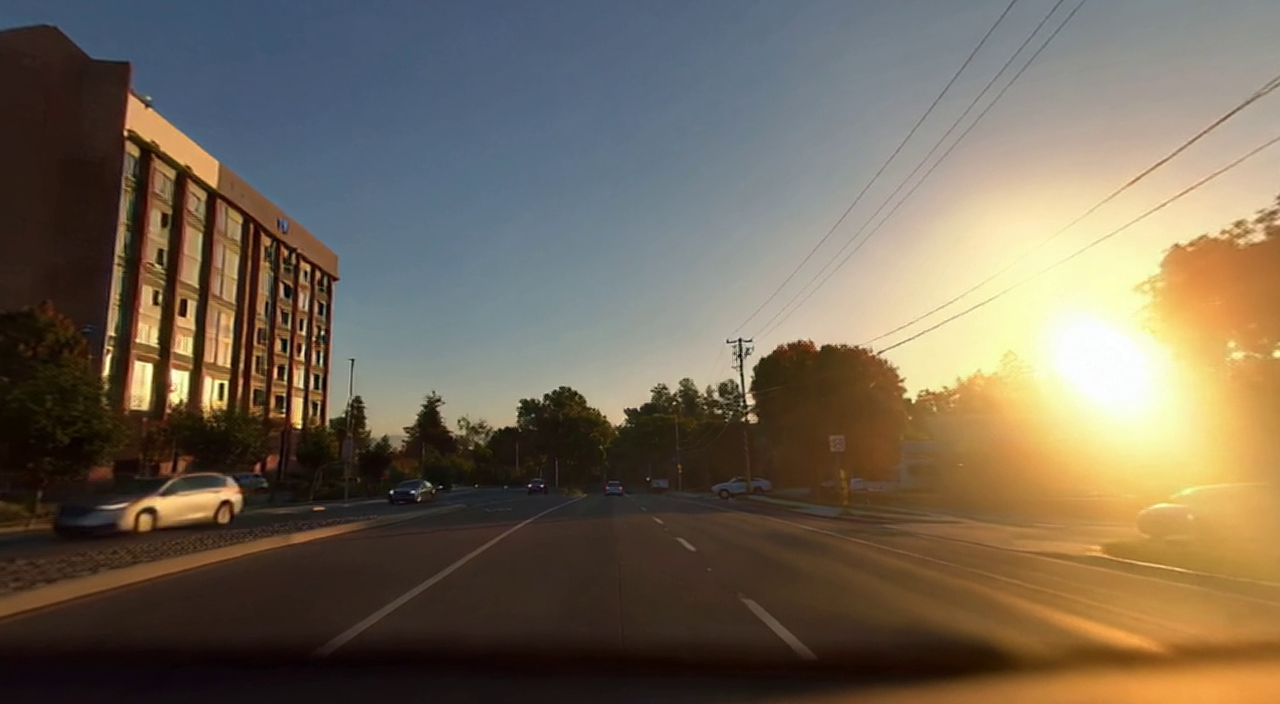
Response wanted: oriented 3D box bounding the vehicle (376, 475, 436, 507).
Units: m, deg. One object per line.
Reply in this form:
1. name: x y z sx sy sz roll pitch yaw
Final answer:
1. vehicle: -13.749 8.170 37.132 1.941 1.511 4.348 0 -8 -2

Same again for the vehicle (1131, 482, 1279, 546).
1. vehicle: 16.145 4.337 16.940 4.030 1.483 1.859 -3 -15 -1

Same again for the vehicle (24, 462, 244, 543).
1. vehicle: -12.414 3.661 15.878 2.060 1.618 4.203 0 -8 -1
